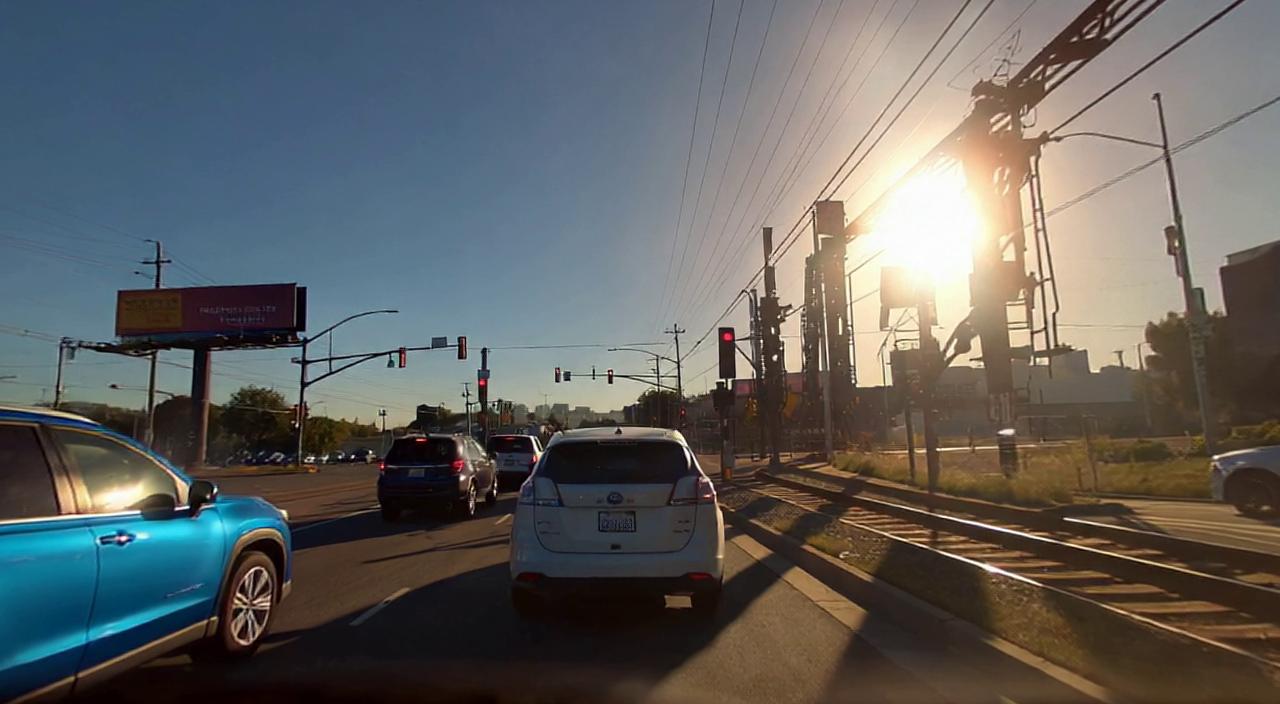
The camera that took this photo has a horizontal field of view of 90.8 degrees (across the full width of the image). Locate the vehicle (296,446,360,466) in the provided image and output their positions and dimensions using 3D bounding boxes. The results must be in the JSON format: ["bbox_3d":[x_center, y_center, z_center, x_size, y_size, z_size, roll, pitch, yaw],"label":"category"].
[{"bbox_3d":[-24.221,8.062,49.064,4.357,1.444,1.842,-3,-9,19],"label":"vehicle"}]

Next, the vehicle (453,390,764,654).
[{"bbox_3d":[-0.215,1.386,6.043,2.025,1.723,3.644,0,-9,0],"label":"vehicle"}]

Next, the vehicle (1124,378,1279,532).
[{"bbox_3d":[9.591,1.313,8.176,5.060,1.702,2.033,1,-9,-4],"label":"vehicle"}]

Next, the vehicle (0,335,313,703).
[{"bbox_3d":[-3.926,0.859,2.965,2.052,1.814,5.184,0,-9,-1],"label":"vehicle"}]

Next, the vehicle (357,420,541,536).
[{"bbox_3d":[-3.154,2.181,11.491,1.988,1.678,4.317,0,-9,0],"label":"vehicle"}]
